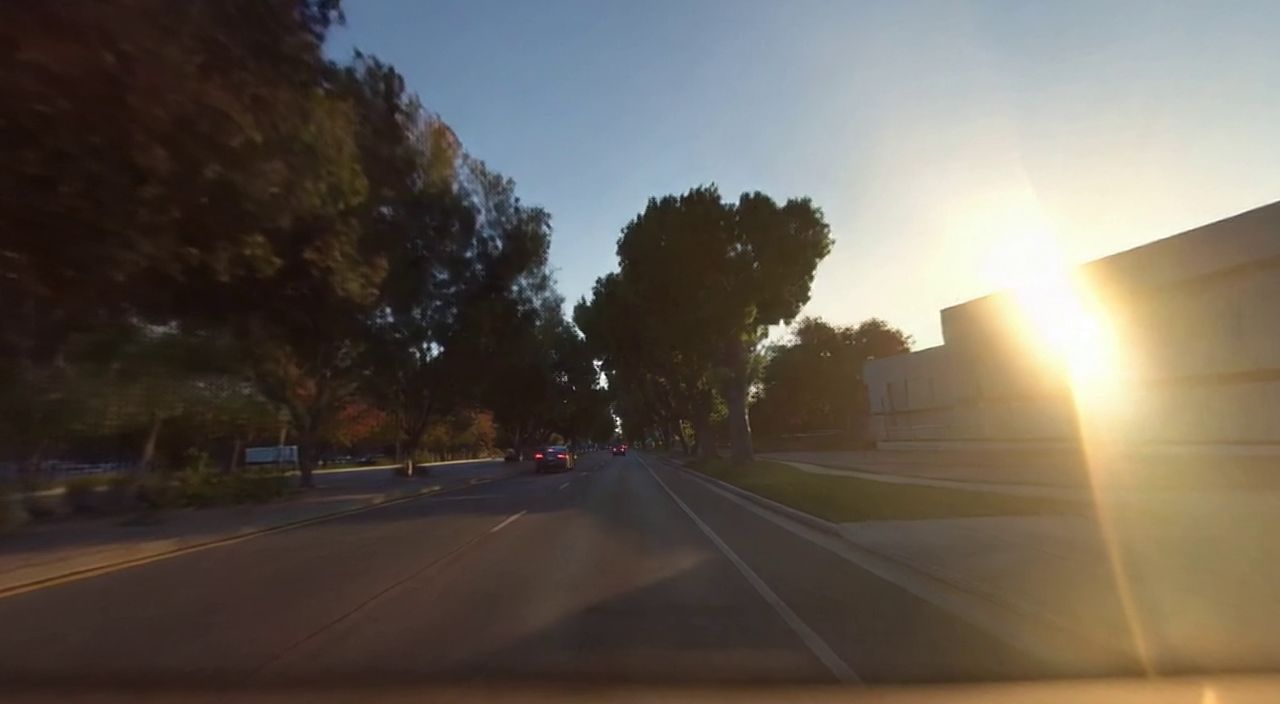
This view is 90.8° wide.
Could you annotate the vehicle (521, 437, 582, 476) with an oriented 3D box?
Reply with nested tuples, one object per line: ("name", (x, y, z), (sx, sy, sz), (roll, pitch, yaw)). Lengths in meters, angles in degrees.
("vehicle", (-4.117, 4.943, 30.117), (2.202, 1.685, 4.772), (0, -8, 0))
